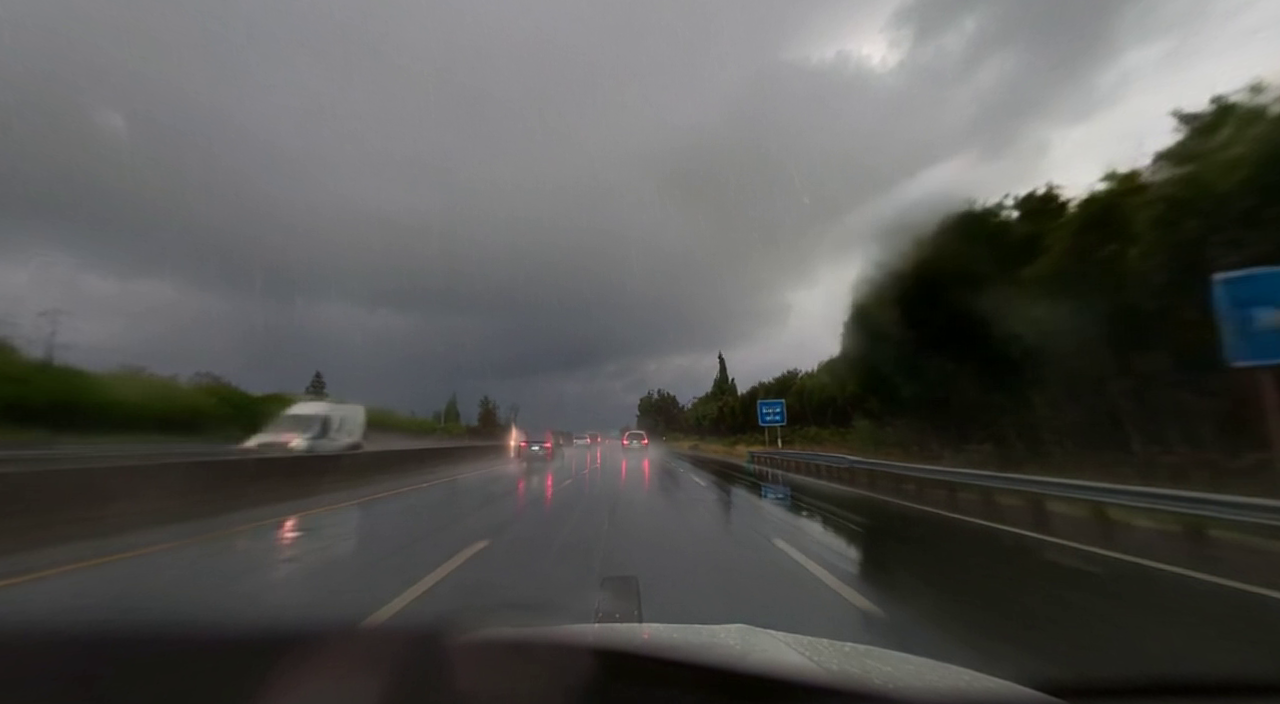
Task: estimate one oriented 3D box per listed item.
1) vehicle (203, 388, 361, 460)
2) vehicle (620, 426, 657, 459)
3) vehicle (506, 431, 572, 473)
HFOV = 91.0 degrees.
[{"bbox_3d":[-13.042,2.766,23.598,2.474,2.352,5.794,0,-8,0],"label":"vehicle"},{"bbox_3d":[-0.106,5.729,40.044,2.223,1.957,4.416,0,-8,-1],"label":"vehicle"},{"bbox_3d":[-4.077,4.094,26.106,2.062,1.567,4.117,0,-8,0],"label":"vehicle"}]
